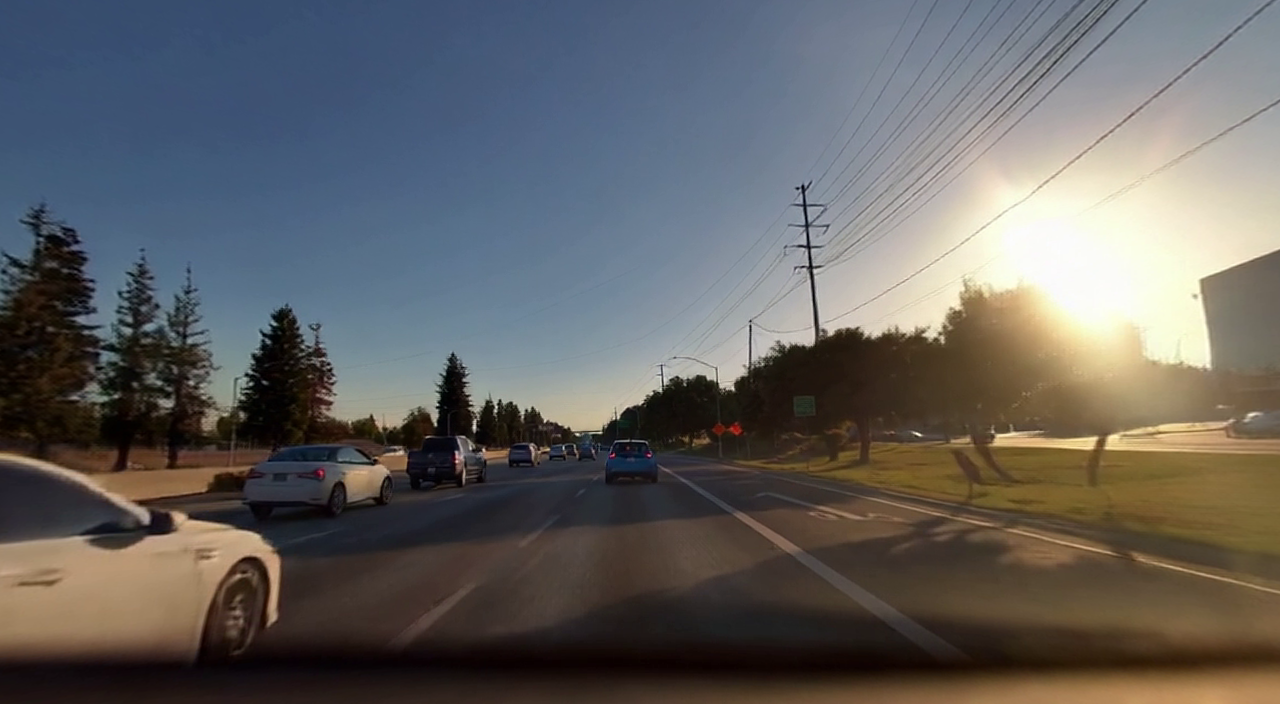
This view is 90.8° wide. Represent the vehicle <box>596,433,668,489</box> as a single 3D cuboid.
[{"bbox_3d":[-0.287,3.570,20.989,2.140,1.653,4.108,0,-9,-1],"label":"vehicle"}]

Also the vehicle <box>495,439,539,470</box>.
[{"bbox_3d":[-7.381,6.205,38.385,1.914,1.756,4.179,0,-8,-1],"label":"vehicle"}]

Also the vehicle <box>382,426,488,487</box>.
[{"bbox_3d":[-7.094,3.694,22.545,2.144,1.905,4.967,0,-8,0],"label":"vehicle"}]

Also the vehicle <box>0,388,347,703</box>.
[{"bbox_3d":[-3.155,0.889,2.073,2.174,1.510,4.636,0,-9,0],"label":"vehicle"}]
